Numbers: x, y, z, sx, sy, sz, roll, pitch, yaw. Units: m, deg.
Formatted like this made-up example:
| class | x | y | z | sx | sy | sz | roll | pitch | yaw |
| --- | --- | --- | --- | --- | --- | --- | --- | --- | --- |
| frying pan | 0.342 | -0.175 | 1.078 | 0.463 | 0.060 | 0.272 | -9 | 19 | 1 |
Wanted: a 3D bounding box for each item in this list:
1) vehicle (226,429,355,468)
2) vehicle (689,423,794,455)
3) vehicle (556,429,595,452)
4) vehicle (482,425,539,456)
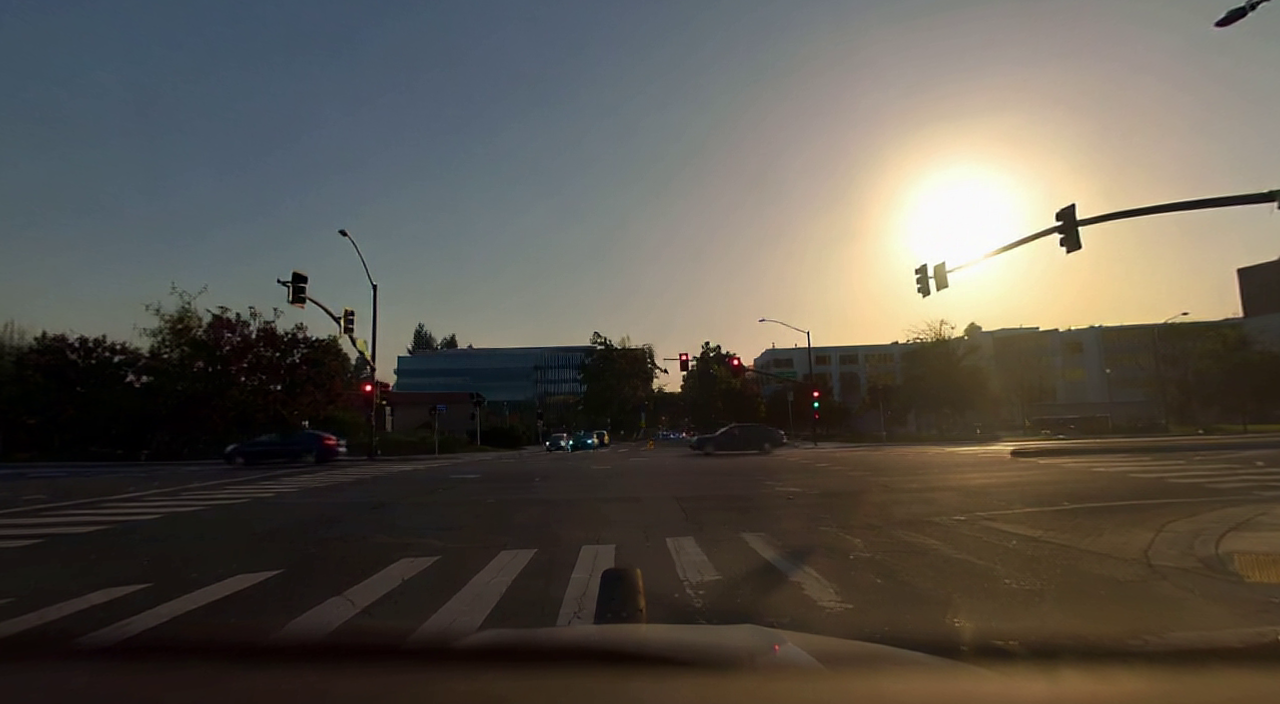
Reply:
| class | x | y | z | sx | sy | sz | roll | pitch | yaw |
| --- | --- | --- | --- | --- | --- | --- | --- | --- | --- |
| vehicle | -14.960 | 4.159 | 27.239 | 4.407 | 1.569 | 1.859 | 1 | -9 | -10 |
| vehicle | 4.731 | 4.092 | 29.694 | 4.510 | 1.431 | 1.884 | 1 | -9 | -8 |
| vehicle | -4.397 | 6.168 | 43.767 | 1.919 | 1.467 | 4.086 | -1 | -9 | 5 |
| vehicle | -8.297 | 5.746 | 40.915 | 2.000 | 1.864 | 5.044 | -1 | -9 | 7 |
